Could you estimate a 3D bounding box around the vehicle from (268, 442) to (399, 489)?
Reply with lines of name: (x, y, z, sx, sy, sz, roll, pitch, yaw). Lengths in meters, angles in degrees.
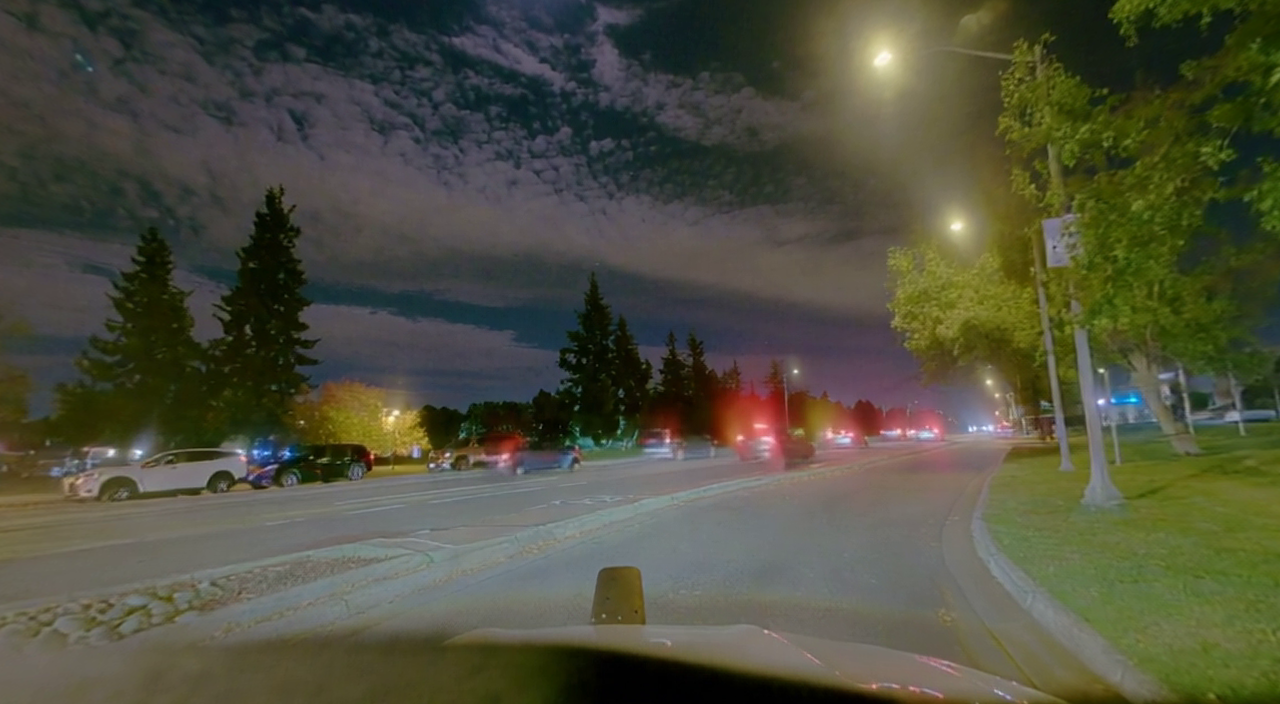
vehicle: (-12.422, 4.568, 25.880, 1.904, 1.719, 4.326, -6, -10, 37)

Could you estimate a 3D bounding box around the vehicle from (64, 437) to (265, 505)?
vehicle: (-15.771, 3.905, 21.268, 2.294, 2.000, 4.788, -7, -10, 33)

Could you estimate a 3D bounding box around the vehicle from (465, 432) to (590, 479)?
vehicle: (-4.866, 4.500, 27.845, 2.313, 1.688, 5.015, -12, -12, 39)

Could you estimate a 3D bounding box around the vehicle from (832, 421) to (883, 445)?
vehicle: (15.966, 5.927, 46.090, 2.040, 1.625, 5.119, -5, -10, 36)

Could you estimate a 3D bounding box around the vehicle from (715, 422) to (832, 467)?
vehicle: (5.444, 3.727, 25.373, 2.201, 1.574, 5.060, -11, -13, 42)

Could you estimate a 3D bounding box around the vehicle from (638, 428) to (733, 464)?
vehicle: (2.331, 4.679, 31.392, 2.146, 1.555, 4.810, -12, -14, 41)
